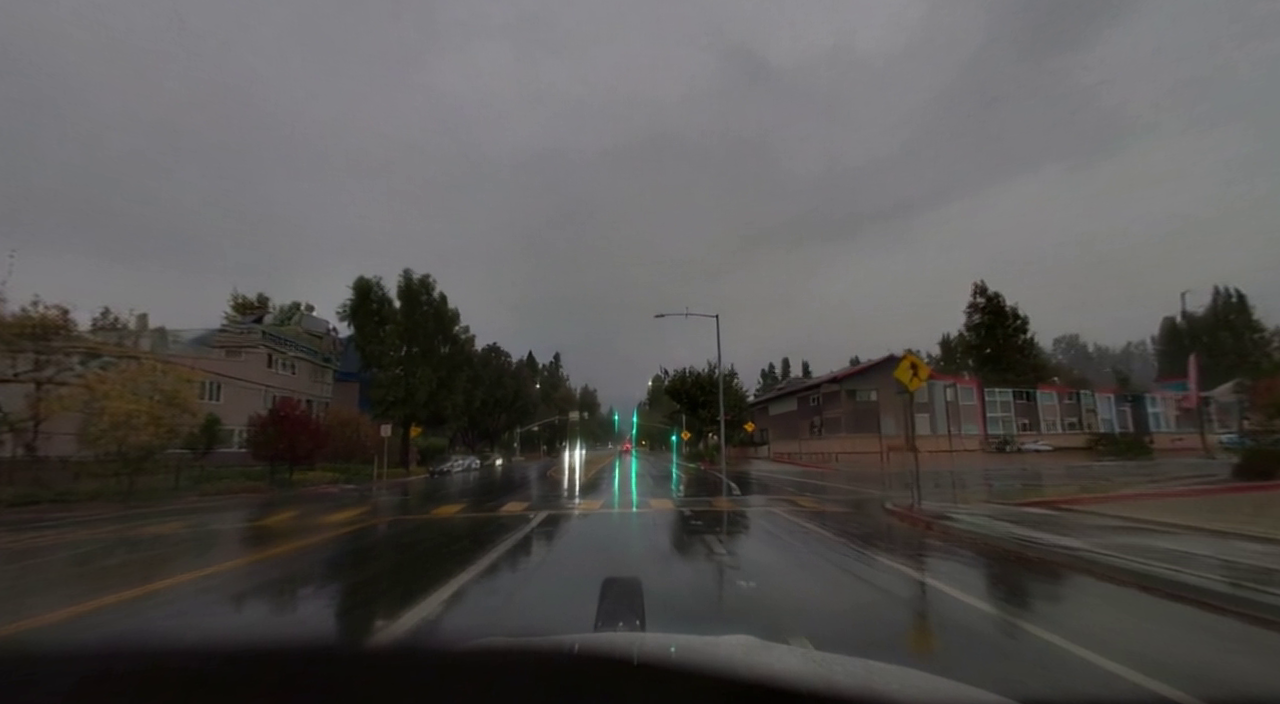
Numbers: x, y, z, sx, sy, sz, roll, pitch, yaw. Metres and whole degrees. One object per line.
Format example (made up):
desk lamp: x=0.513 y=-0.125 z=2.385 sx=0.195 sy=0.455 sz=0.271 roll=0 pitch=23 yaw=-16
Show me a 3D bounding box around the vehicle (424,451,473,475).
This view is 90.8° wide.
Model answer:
vehicle: x=-14.604 y=8.532 z=48.484 sx=2.085 sy=1.685 sz=4.523 roll=-1 pitch=-10 yaw=3
